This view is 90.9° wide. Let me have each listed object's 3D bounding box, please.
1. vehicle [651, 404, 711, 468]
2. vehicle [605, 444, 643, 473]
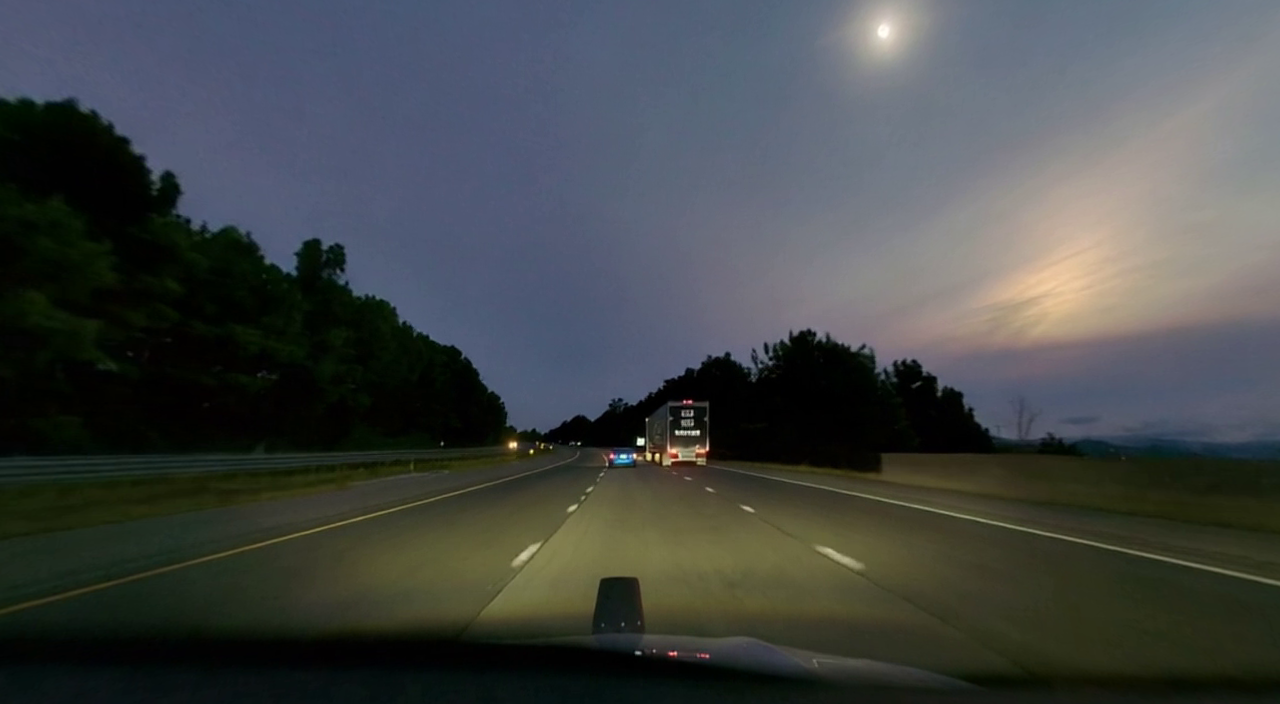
[{"bbox_3d":[2.719,6.360,46.772,2.951,4.012,14.203,0,-9,-2],"label":"vehicle"},{"bbox_3d":[-0.867,5.663,33.631,1.913,1.460,3.610,0,-9,-2],"label":"vehicle"}]
